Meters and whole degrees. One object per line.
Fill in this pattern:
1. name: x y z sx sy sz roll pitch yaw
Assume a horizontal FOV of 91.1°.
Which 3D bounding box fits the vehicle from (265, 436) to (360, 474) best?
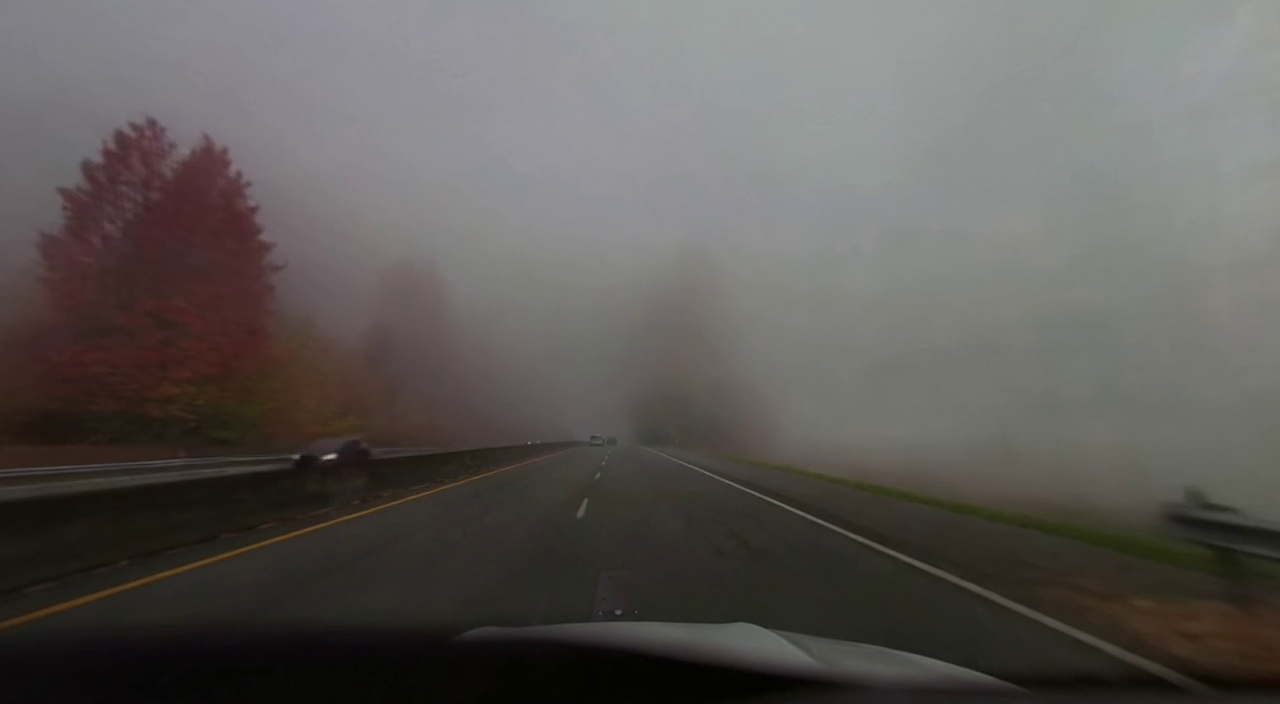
1. vehicle: -14.263 4.485 27.701 1.872 1.513 4.459 0 -8 -2
